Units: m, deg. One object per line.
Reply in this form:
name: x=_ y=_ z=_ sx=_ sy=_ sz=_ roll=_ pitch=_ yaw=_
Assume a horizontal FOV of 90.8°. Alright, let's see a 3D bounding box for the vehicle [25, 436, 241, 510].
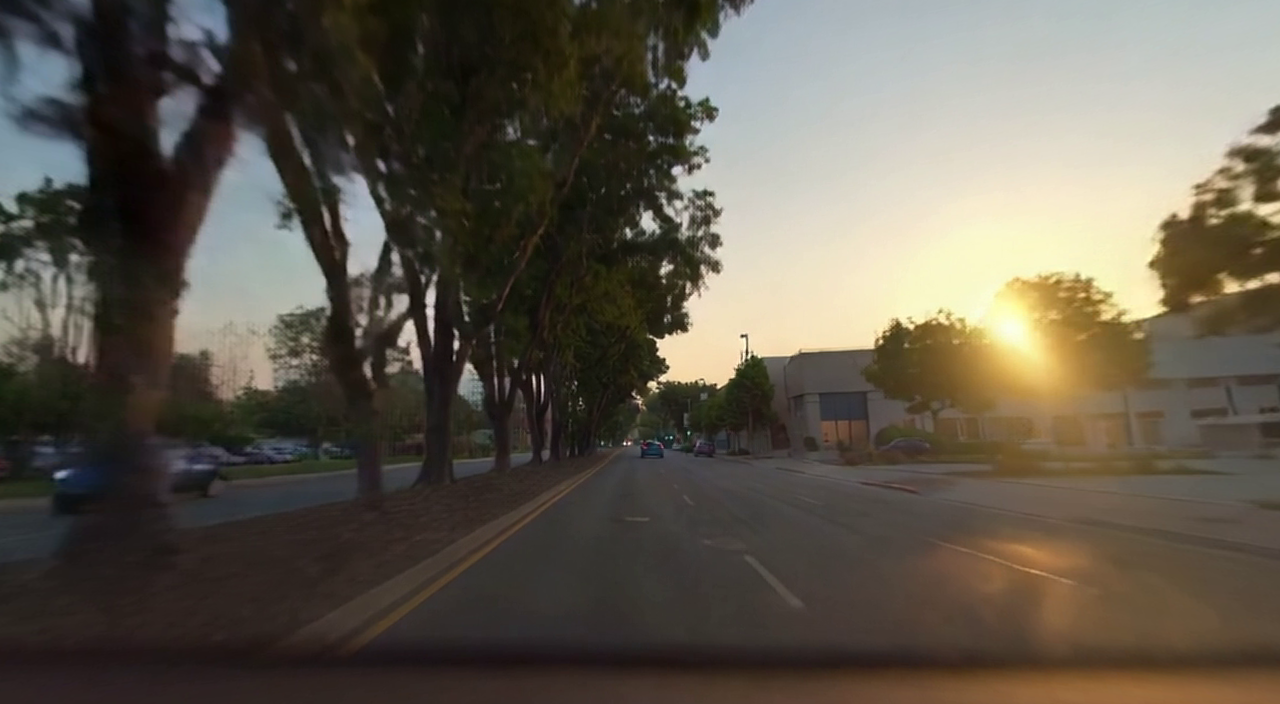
vehicle: x=-15.217 y=3.619 z=19.564 sx=2.141 sy=1.942 sz=5.474 roll=0 pitch=-8 yaw=0
